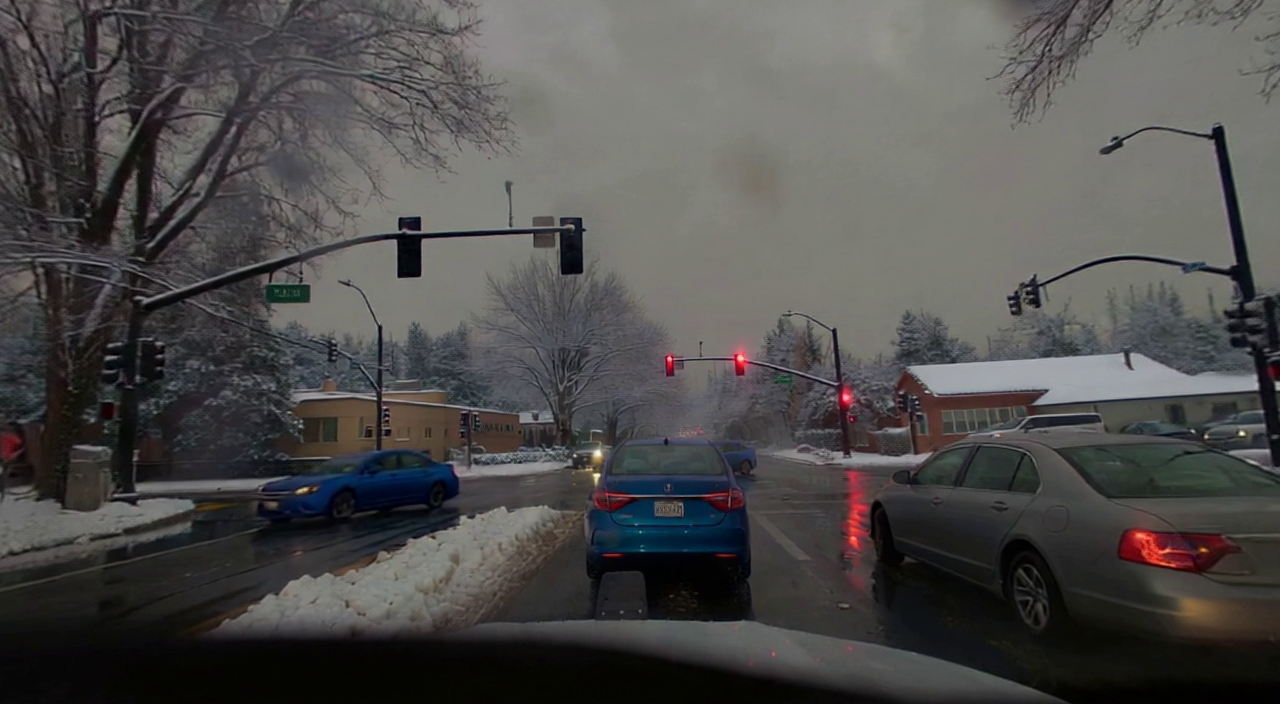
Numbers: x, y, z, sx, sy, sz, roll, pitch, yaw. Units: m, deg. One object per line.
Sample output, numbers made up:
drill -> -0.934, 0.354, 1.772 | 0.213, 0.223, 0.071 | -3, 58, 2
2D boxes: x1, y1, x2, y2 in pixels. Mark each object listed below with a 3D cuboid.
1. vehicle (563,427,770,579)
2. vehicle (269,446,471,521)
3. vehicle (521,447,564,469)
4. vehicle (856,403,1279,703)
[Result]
vehicle -> 0.304, 1.819, 8.339 | 2.090, 1.505, 3.756 | -1, -9, 1
vehicle -> -6.211, 3.013, 15.131 | 1.854, 1.490, 4.229 | -4, -9, 25
vehicle -> -6.916, 7.582, 45.308 | 2.093, 1.476, 4.278 | -1, -9, 4
vehicle -> 3.658, 1.340, 5.439 | 1.888, 1.486, 4.681 | 0, -9, 0
